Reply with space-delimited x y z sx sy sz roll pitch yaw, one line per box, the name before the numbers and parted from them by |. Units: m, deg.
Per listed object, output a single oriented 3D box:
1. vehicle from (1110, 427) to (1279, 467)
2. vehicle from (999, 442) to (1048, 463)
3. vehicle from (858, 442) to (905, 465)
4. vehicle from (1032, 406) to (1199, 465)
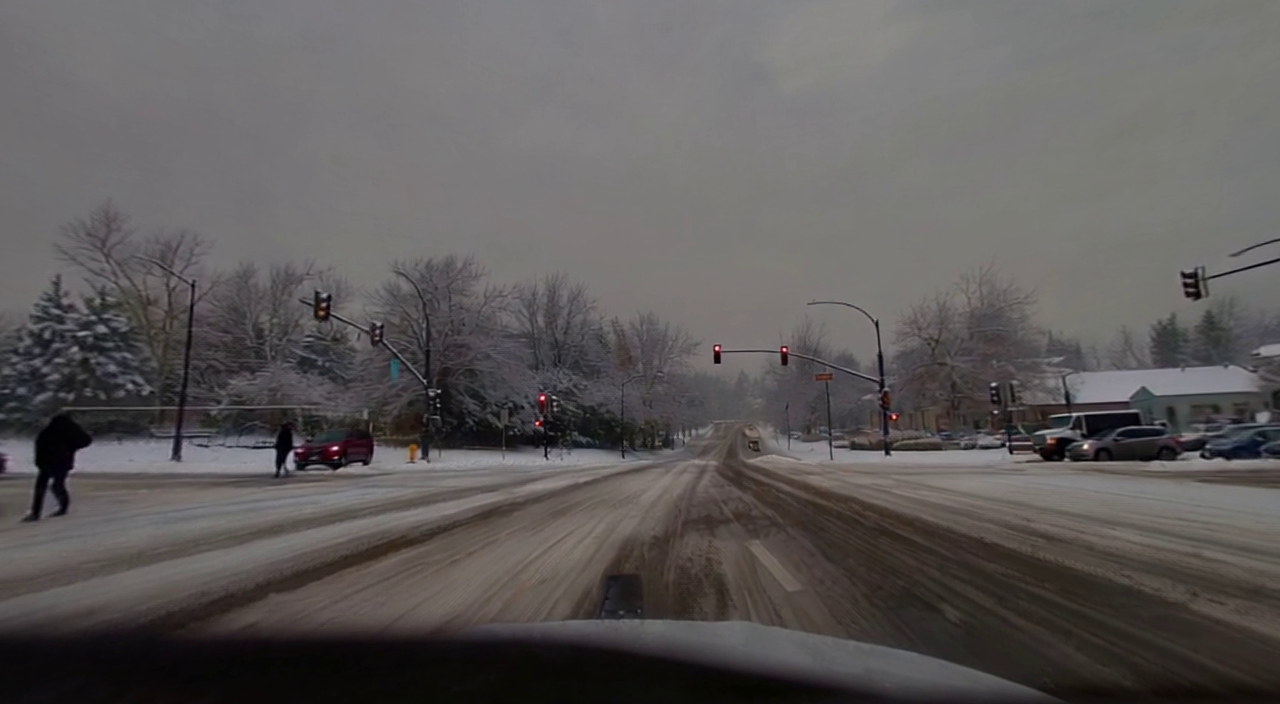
vehicle | 21.389 3.670 24.474 4.740 1.464 1.876 -1 -9 3
vehicle | 27.764 7.274 45.814 1.589 1.405 3.633 -1 -9 6
vehicle | 17.598 7.432 46.276 1.789 1.557 4.293 0 -9 1
vehicle | 23.019 4.107 30.850 5.855 2.746 2.523 -1 -9 4
